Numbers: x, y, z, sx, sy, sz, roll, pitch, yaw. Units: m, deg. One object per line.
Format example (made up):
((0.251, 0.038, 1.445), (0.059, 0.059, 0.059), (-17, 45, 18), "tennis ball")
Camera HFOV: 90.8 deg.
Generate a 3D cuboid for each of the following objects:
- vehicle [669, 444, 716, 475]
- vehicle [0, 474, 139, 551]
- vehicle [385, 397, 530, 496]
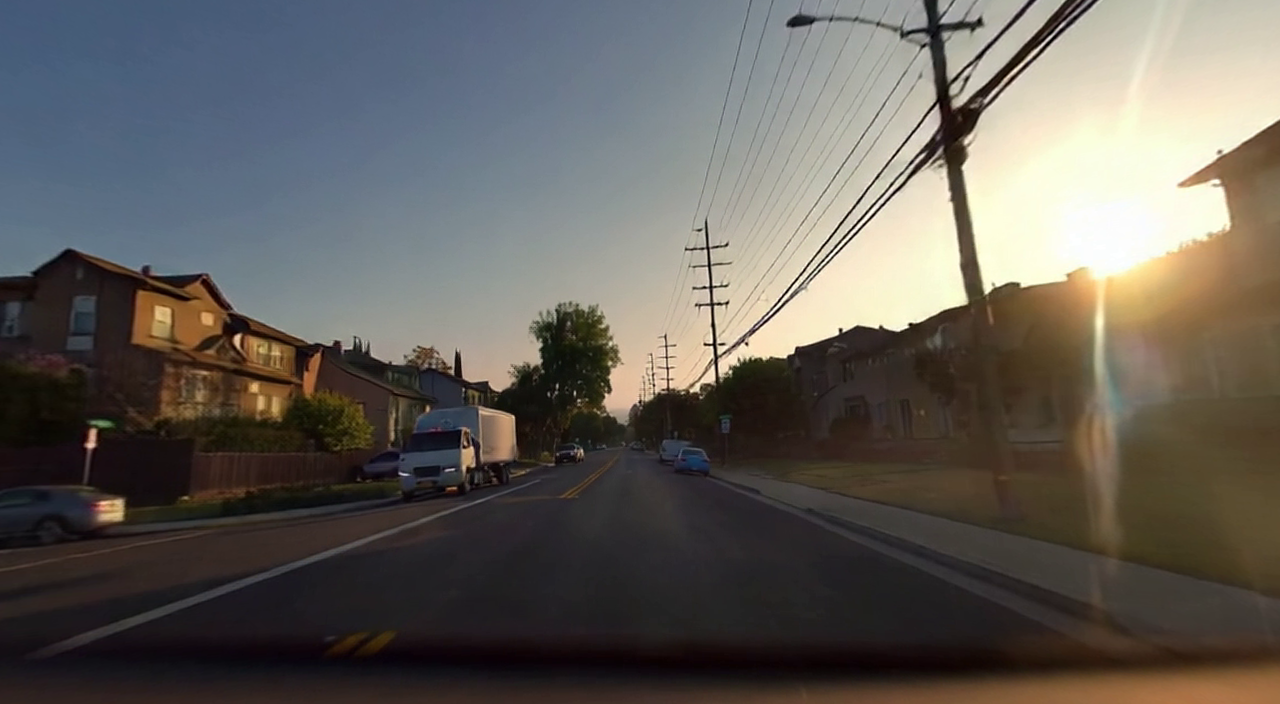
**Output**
((2.671, 5.609, 33.181), (1.890, 1.463, 4.952), (0, -9, -1), "vehicle")
((-15.182, 3.859, 15.370), (4.204, 1.626, 1.874), (1, -9, -5), "vehicle")
((-6.666, 3.685, 24.700), (3.197, 3.187, 7.847), (-1, -9, 1), "vehicle")
